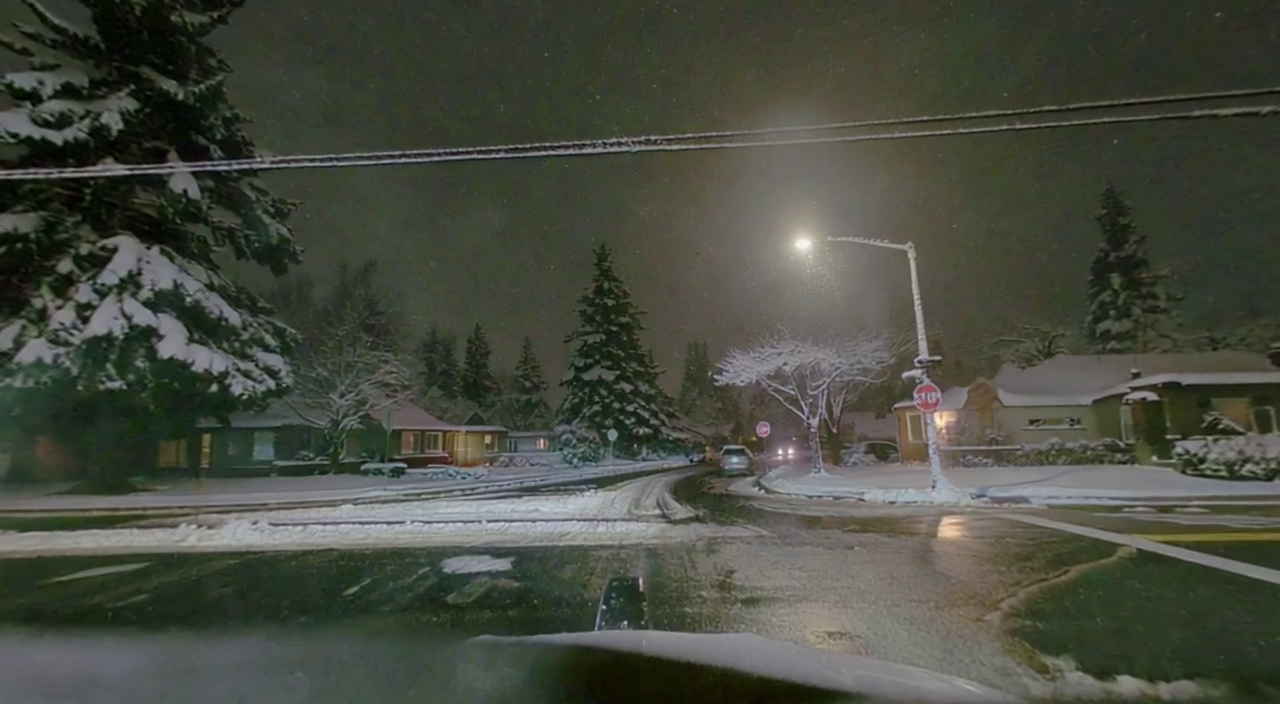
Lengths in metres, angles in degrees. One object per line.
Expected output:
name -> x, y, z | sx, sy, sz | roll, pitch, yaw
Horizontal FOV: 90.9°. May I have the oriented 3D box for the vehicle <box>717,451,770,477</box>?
vehicle -> 7.249, 7.724, 43.670 | 2.692, 1.649, 4.689 | -3, -9, 20
